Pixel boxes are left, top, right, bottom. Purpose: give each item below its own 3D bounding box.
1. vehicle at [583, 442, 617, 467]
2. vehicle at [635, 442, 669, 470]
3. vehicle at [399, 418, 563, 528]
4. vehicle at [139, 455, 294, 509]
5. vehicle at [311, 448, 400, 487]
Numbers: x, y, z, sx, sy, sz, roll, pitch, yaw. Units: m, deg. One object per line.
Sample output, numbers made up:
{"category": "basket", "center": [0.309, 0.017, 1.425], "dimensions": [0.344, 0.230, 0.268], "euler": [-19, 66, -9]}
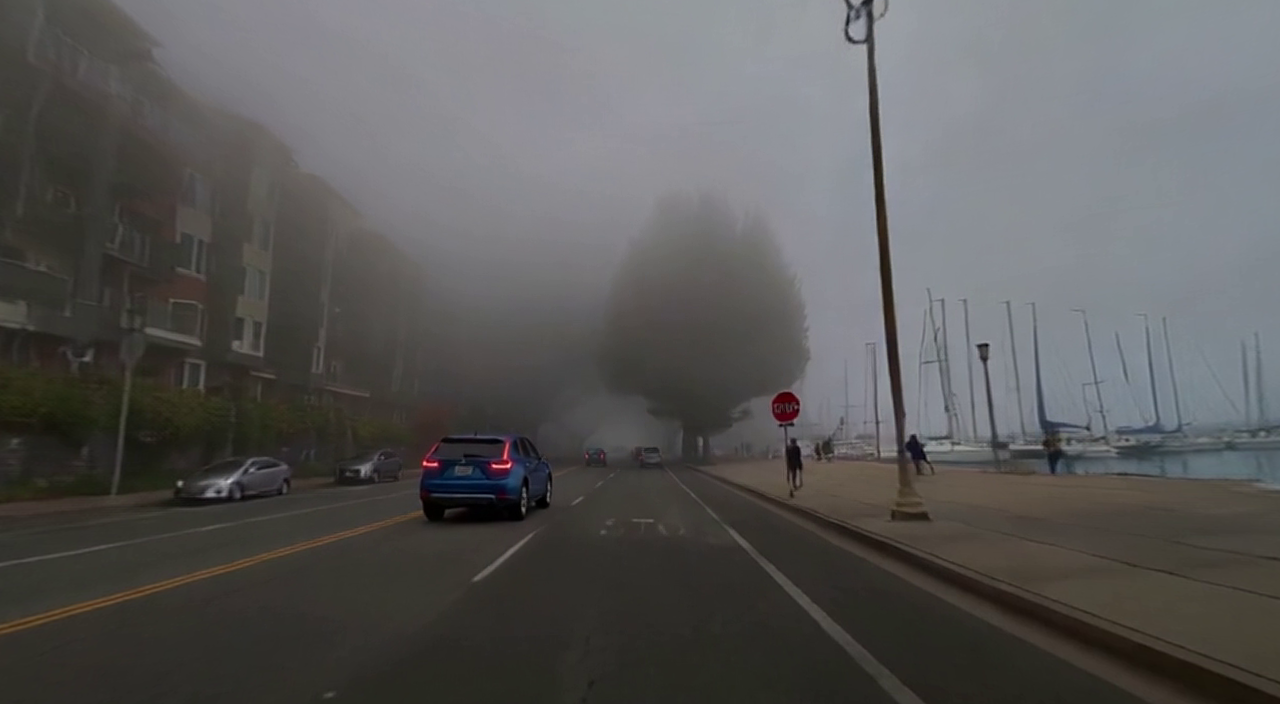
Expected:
{"category": "vehicle", "center": [-2.874, 7.455, 45.919], "dimensions": [2.056, 1.680, 4.205], "euler": [-1, -9, 2]}
{"category": "vehicle", "center": [0.747, 6.629, 40.316], "dimensions": [2.057, 1.624, 3.726], "euler": [-1, -9, 1]}
{"category": "vehicle", "center": [-2.982, 2.406, 13.097], "dimensions": [2.082, 1.817, 4.724], "euler": [-1, -9, 1]}
{"category": "vehicle", "center": [-13.550, 4.147, 20.579], "dimensions": [1.871, 1.463, 4.555], "euler": [-1, -9, 1]}
{"category": "vehicle", "center": [-13.442, 5.449, 30.130], "dimensions": [2.117, 1.703, 4.373], "euler": [-1, -9, 2]}
